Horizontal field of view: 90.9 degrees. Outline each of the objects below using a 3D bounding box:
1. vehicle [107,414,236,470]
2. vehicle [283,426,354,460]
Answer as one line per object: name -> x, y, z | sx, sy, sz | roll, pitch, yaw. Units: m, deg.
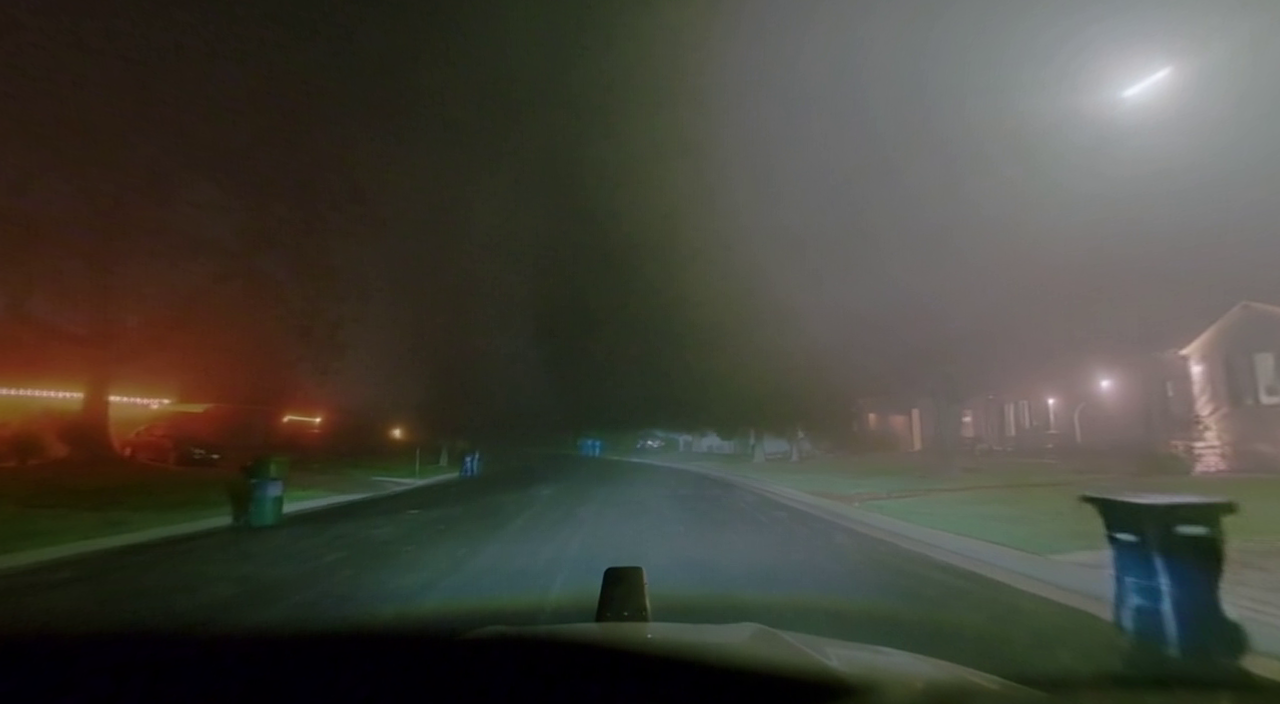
vehicle -> -17.845, 3.474, 24.327 | 2.276, 1.948, 4.164 | 2, -9, -11
vehicle -> -19.903, 5.676, 39.271 | 2.407, 1.912, 5.091 | 1, -9, -9
